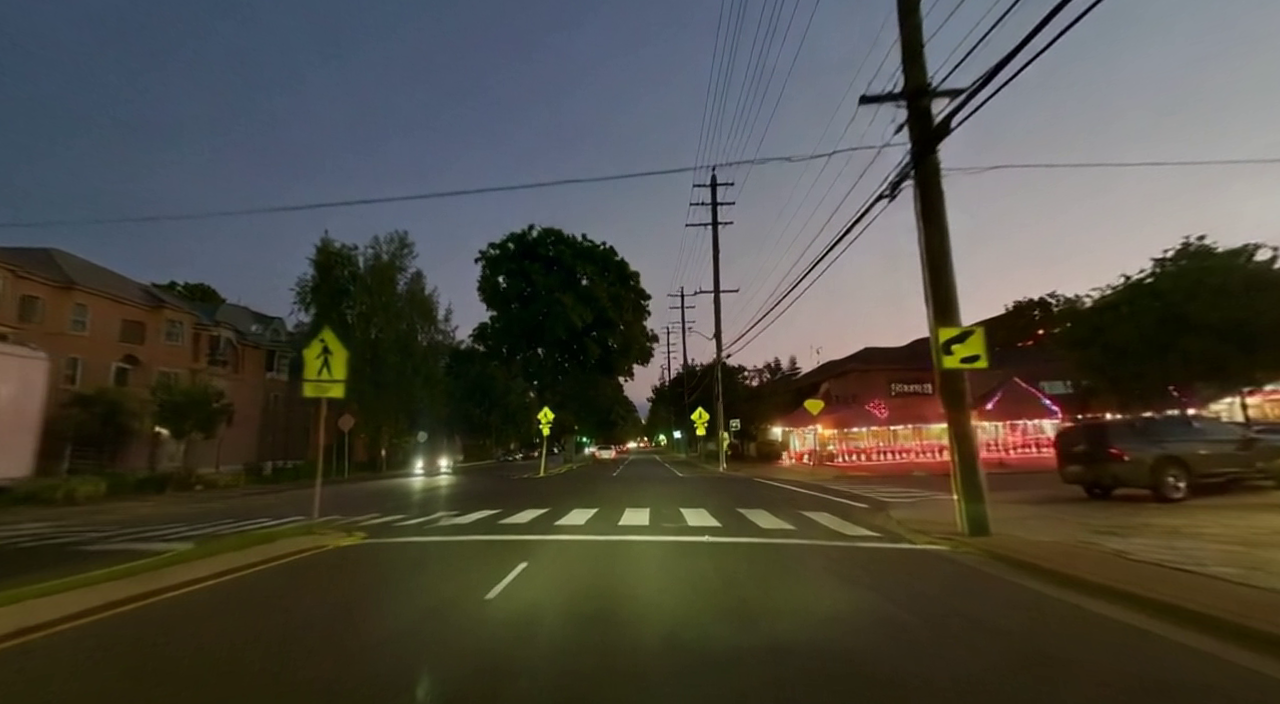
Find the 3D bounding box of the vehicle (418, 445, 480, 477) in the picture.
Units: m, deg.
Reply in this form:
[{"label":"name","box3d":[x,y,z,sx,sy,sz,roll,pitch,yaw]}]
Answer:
[{"label":"vehicle","box3d":[-10.638,6.061,35.471,1.993,1.661,4.756,0,-9,0]}]

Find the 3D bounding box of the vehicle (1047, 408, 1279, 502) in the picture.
[{"label":"vehicle","box3d":[12.369,2.229,13.891,5.666,1.815,2.137,2,-9,-12]}]
